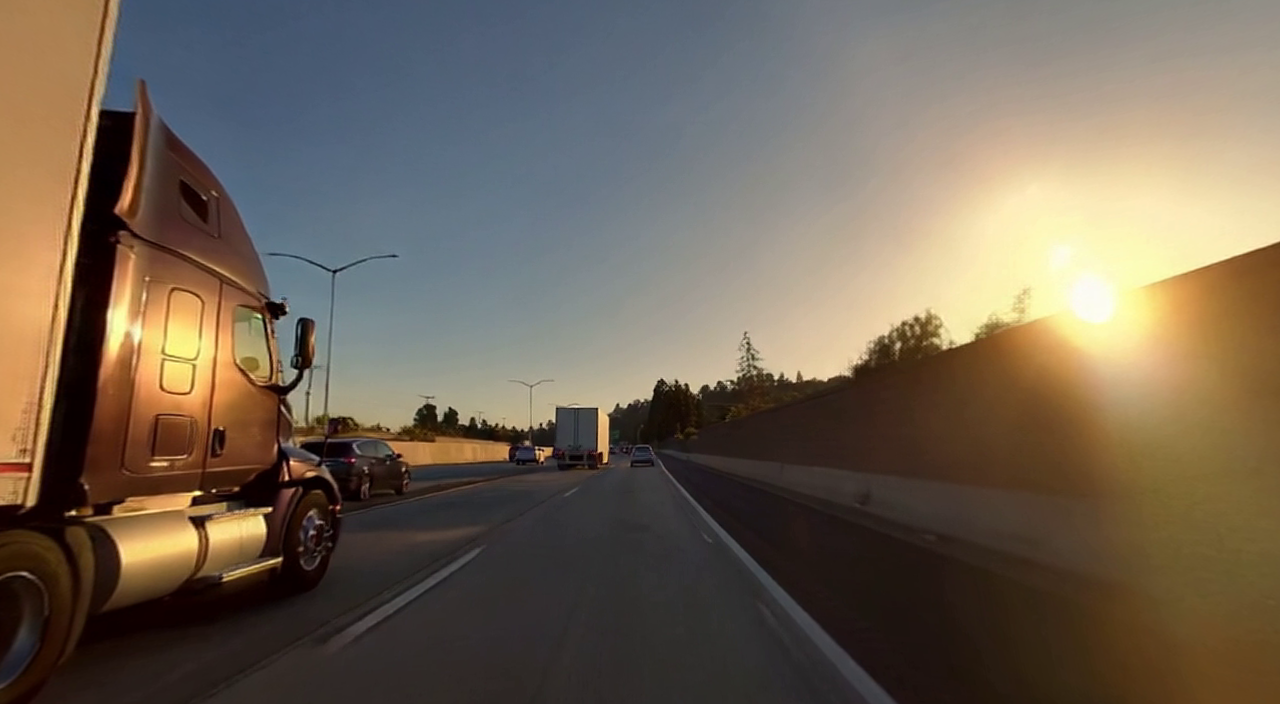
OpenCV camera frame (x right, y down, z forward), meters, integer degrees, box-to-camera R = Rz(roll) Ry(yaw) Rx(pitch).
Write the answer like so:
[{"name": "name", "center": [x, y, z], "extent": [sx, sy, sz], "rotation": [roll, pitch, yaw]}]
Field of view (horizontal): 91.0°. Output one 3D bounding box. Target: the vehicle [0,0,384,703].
[{"name": "vehicle", "center": [-3.653, -0.094, 0.241], "extent": [3.025, 3.266, 9.256], "rotation": [0, -9, 1]}]

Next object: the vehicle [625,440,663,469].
[{"name": "vehicle", "center": [0.255, 6.055, 37.394], "extent": [2.178, 1.640, 4.071], "rotation": [0, -9, 1]}]

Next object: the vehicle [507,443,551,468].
[{"name": "vehicle", "center": [-7.047, 6.609, 40.281], "extent": [1.962, 1.489, 4.002], "rotation": [-1, -9, 2]}]

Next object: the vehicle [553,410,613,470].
[{"name": "vehicle", "center": [-3.392, 5.614, 39.926], "extent": [2.956, 3.331, 9.575], "rotation": [0, -8, 0]}]
